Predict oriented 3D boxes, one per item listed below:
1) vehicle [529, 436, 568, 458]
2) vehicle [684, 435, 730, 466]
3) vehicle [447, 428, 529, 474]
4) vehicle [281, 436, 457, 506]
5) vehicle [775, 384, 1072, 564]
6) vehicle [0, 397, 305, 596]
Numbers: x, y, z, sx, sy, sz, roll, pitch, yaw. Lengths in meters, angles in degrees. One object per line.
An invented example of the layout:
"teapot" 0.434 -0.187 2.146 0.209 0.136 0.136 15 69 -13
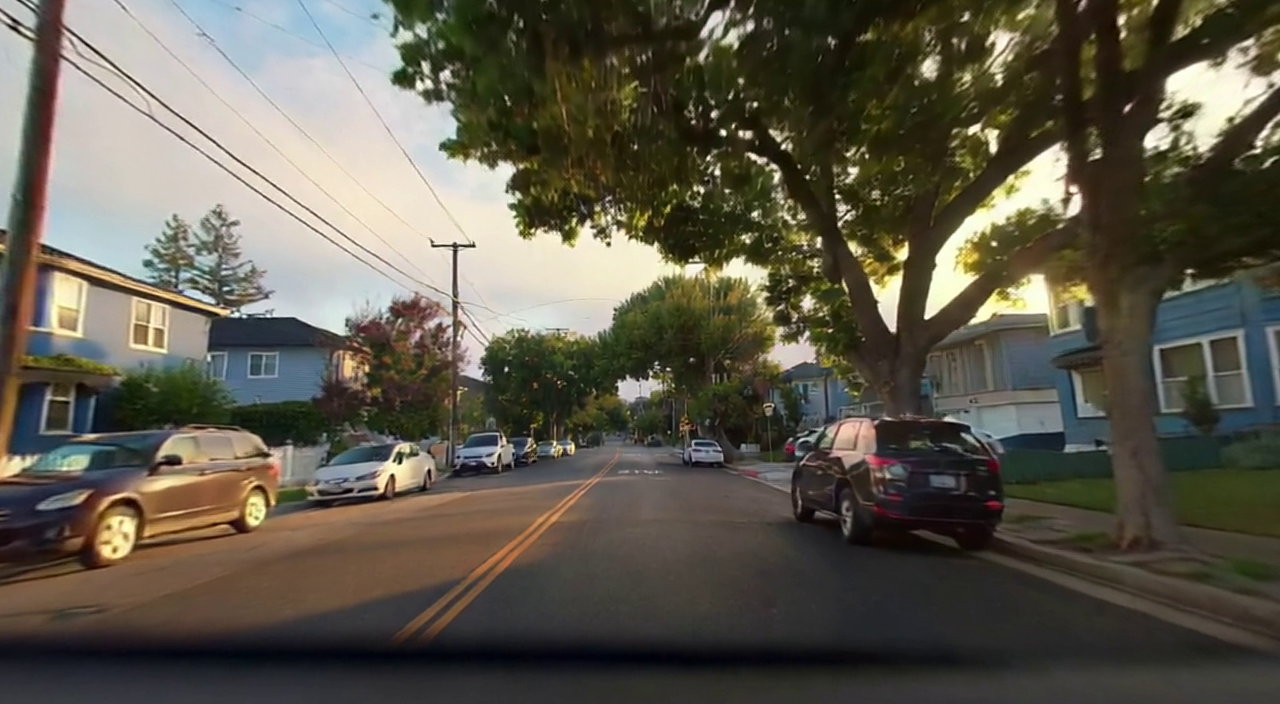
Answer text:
"vehicle" -6.498 6.838 45.466 2.056 1.481 4.451 0 -8 1
"vehicle" 3.553 5.354 34.573 1.963 1.536 5.446 0 -8 0
"vehicle" -6.431 4.246 27.422 2.136 1.757 5.365 0 -8 1
"vehicle" -6.462 2.865 15.784 2.211 1.469 4.380 0 -8 4
"vehicle" 3.512 1.612 8.983 2.114 1.909 4.266 1 -8 -2
"vehicle" -6.483 1.653 8.054 2.194 1.798 4.402 -2 -8 -3
